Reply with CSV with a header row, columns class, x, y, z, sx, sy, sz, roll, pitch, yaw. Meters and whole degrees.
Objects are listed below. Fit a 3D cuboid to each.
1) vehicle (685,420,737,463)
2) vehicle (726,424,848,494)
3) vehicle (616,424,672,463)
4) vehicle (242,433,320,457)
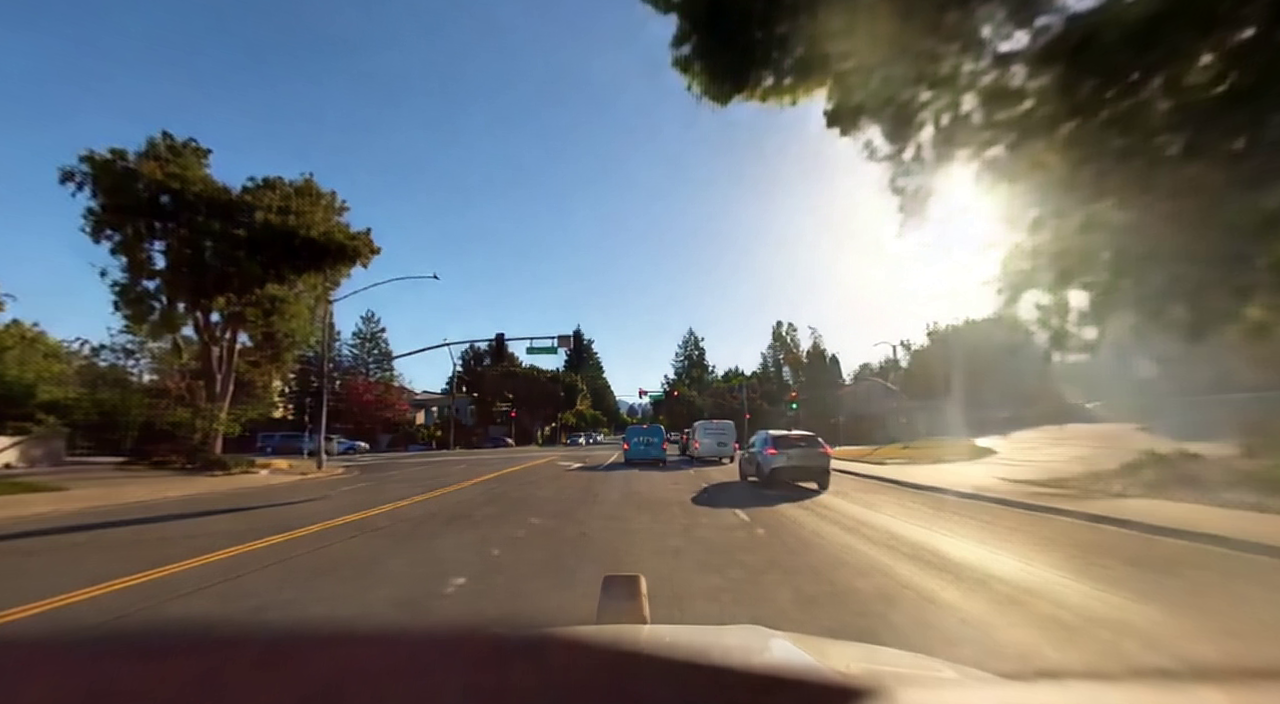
class,x,y,z,sx,sy,sz,roll,pitch,yaw
vehicle,3.337,4.327,30.394,2.059,1.924,4.257,0,-8,0
vehicle,3.482,2.652,15.878,1.934,1.506,4.544,0,-8,-1
vehicle,0.224,4.170,28.526,2.321,1.624,4.367,0,-8,1
vehicle,-27.884,7.255,48.907,4.757,1.841,2.121,1,-8,-7
